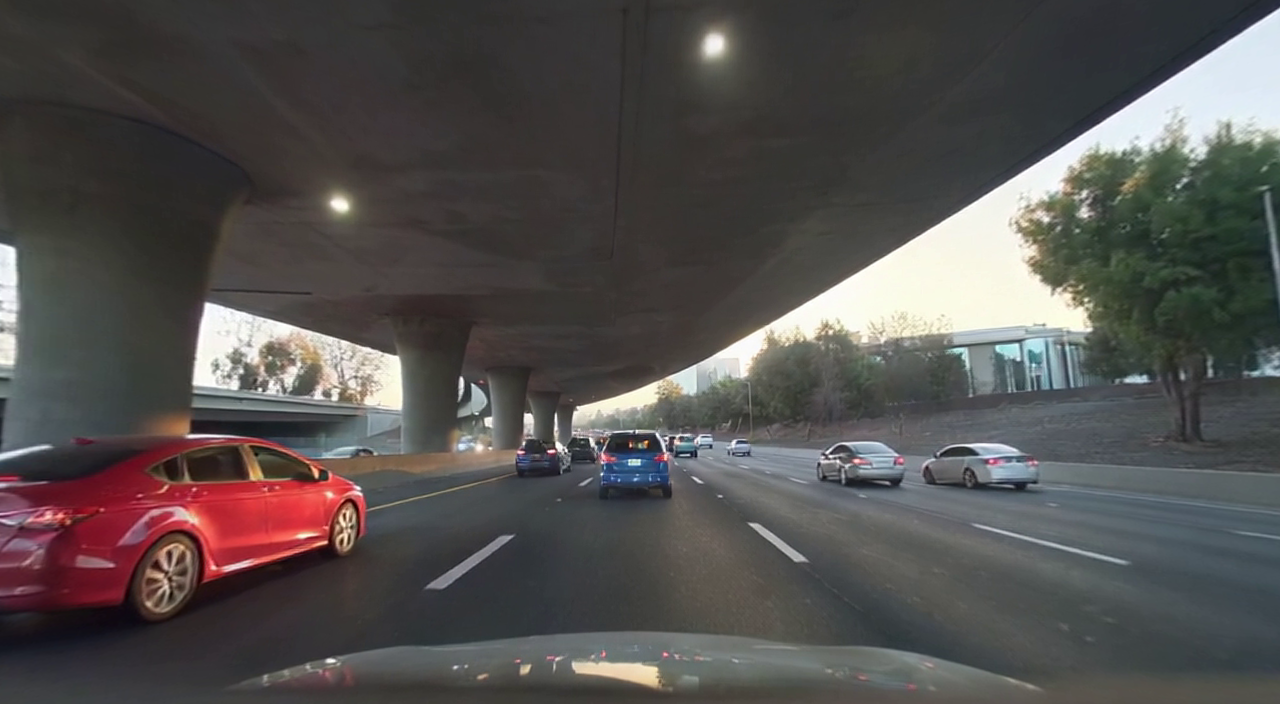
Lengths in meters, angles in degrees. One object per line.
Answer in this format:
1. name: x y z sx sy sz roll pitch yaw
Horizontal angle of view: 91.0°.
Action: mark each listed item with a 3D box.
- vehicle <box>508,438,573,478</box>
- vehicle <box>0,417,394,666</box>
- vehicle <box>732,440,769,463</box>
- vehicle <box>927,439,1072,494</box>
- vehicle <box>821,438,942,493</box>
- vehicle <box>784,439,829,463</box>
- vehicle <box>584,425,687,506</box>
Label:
1. vehicle: -4.006 4.362 26.145 1.947 1.516 4.295 0 -9 1
2. vehicle: -4.252 1.469 6.053 1.974 1.478 4.412 0 -9 0
3. vehicle: 7.653 6.924 43.856 1.880 1.526 3.641 0 -9 0
4. vehicle: 11.146 3.550 19.987 2.008 1.516 4.385 0 -9 0
5. vehicle: 7.488 3.547 20.120 2.049 1.521 4.604 0 -9 0
6. vehicle: 11.666 6.977 44.436 1.992 1.625 4.359 0 -9 0
7. vehicle: -0.070 2.738 15.530 2.181 1.697 4.021 0 -9 1
